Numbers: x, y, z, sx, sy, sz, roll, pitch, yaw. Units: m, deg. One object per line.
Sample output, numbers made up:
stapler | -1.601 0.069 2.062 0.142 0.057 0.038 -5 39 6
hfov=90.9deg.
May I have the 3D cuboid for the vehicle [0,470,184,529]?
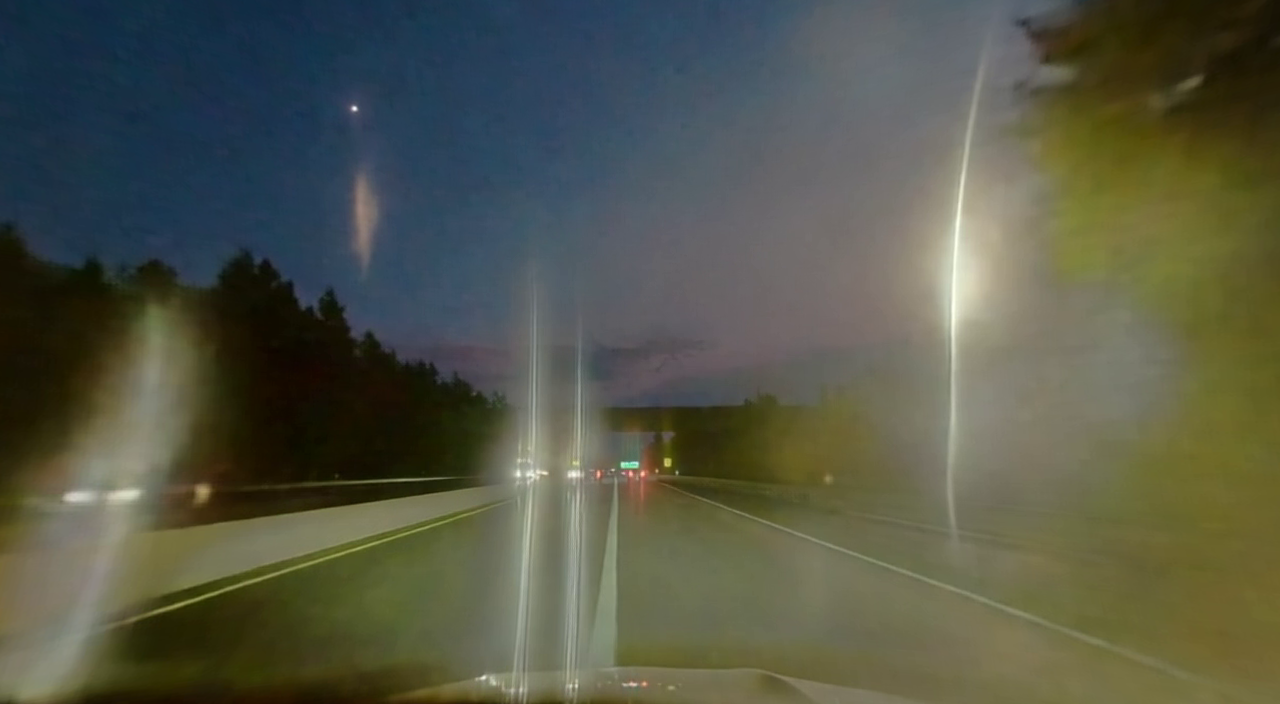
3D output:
vehicle | -15.322 4.109 17.947 1.708 1.455 4.012 1 -11 -2
